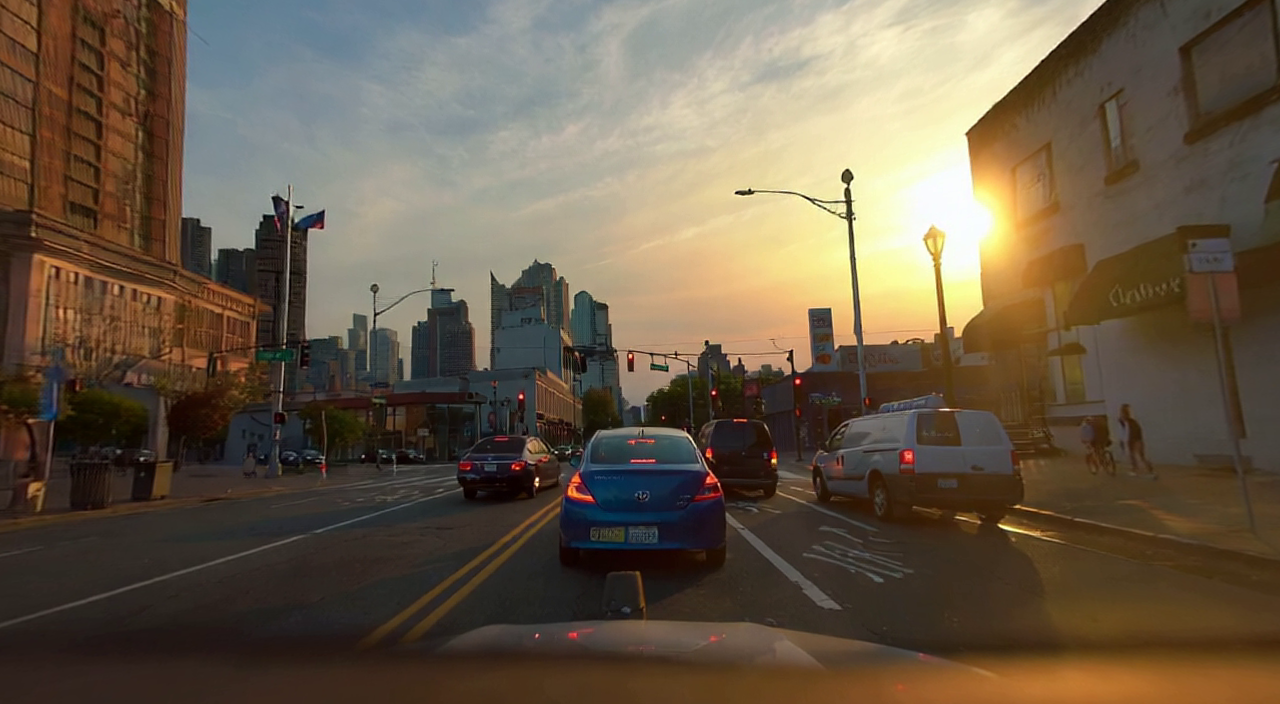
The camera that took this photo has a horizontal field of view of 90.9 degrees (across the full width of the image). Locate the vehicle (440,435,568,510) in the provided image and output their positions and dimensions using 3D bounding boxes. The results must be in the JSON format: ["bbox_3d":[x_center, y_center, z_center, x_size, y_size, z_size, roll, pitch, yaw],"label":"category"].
[{"bbox_3d":[-2.949,2.728,14.789,2.039,1.452,4.489,0,-9,0],"label":"vehicle"}]

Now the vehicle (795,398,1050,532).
[{"bbox_3d":[4.510,1.916,11.160,2.142,1.829,4.767,0,-9,-2],"label":"vehicle"}]

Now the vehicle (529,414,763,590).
[{"bbox_3d":[0.040,1.647,7.716,2.091,1.557,4.000,0,-9,0],"label":"vehicle"}]
